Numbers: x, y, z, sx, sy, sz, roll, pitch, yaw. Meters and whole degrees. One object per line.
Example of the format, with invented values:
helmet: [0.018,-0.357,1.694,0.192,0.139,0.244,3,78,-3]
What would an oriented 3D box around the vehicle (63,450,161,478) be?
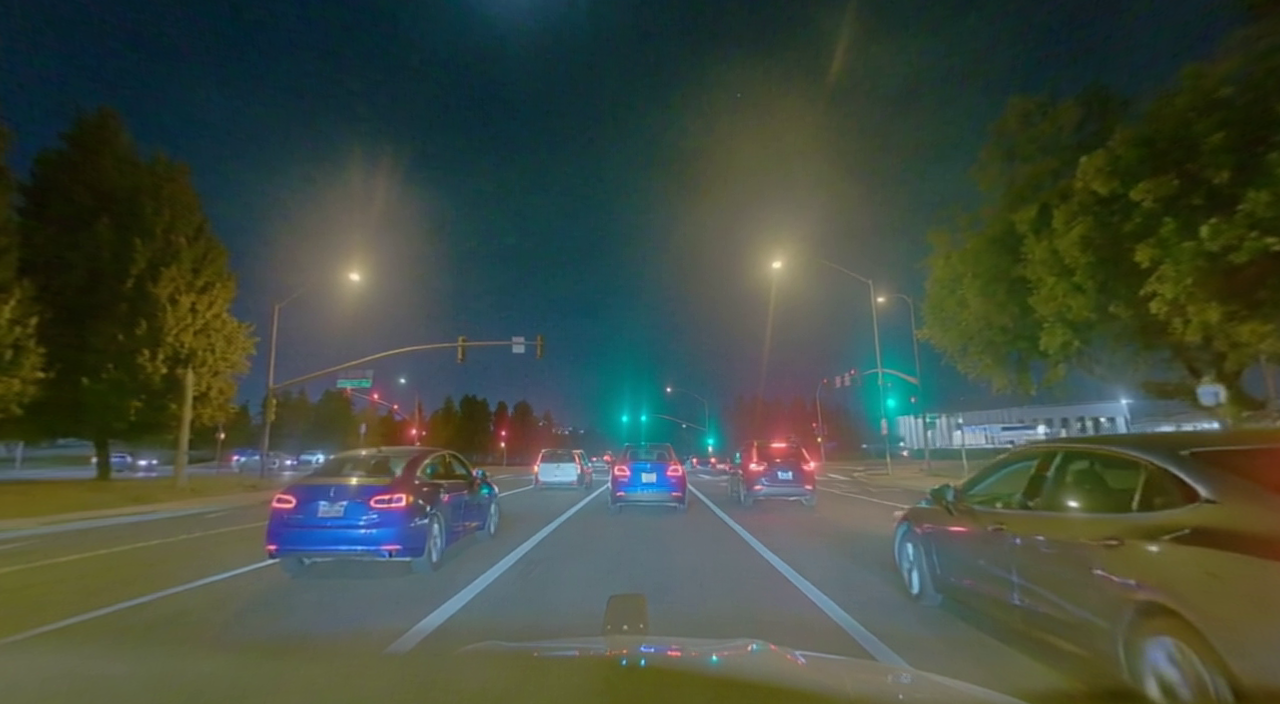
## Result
vehicle: [-38.268,8.089,45.726,5.268,1.770,2.107,-2,-9,2]

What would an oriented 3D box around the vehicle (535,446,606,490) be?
vehicle: [-2.565,4.397,24.273,2.089,1.537,4.073,-1,-9,2]

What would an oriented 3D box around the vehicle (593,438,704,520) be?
vehicle: [0.147,2.780,14.346,2.144,1.563,4.218,0,-9,0]

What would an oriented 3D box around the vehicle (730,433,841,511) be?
vehicle: [3.610,3.037,16.413,1.938,1.732,4.006,0,-8,1]

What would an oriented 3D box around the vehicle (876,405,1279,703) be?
vehicle: [3.344,1.198,3.916,1.951,1.522,4.614,0,-8,0]

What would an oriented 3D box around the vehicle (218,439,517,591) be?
vehicle: [-3.149,1.959,8.526,2.015,1.478,4.407,0,-8,1]
